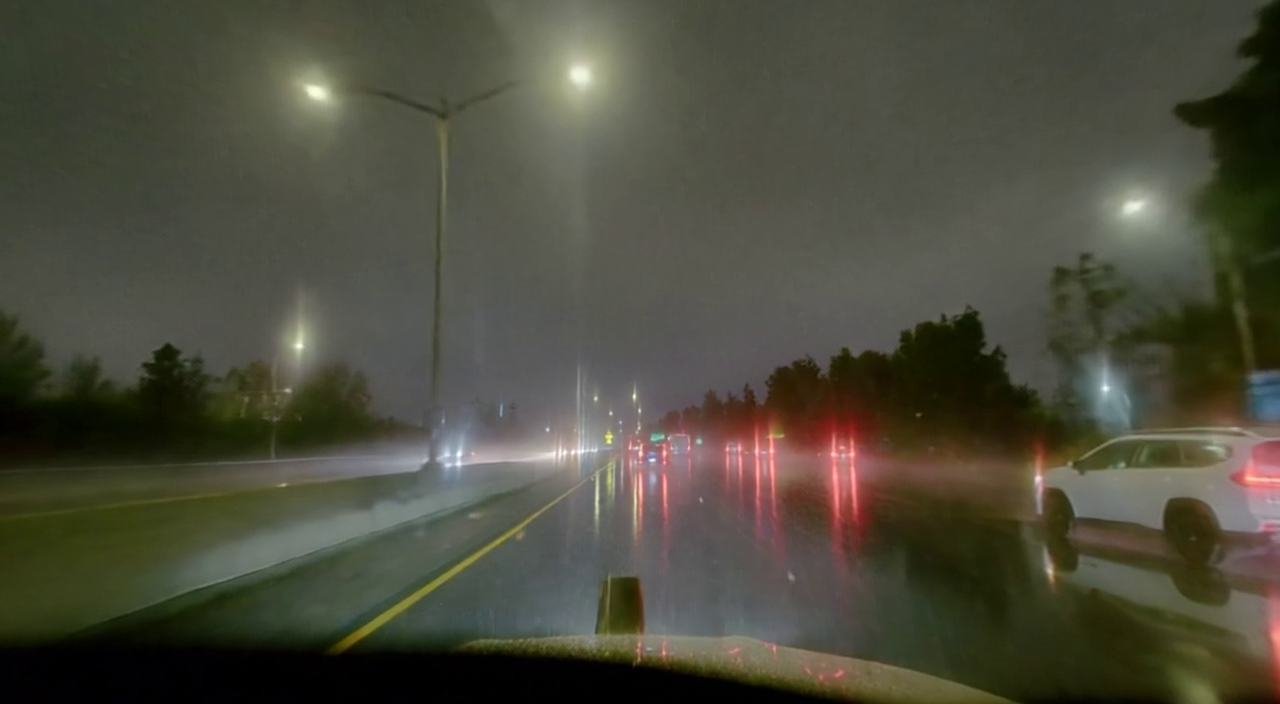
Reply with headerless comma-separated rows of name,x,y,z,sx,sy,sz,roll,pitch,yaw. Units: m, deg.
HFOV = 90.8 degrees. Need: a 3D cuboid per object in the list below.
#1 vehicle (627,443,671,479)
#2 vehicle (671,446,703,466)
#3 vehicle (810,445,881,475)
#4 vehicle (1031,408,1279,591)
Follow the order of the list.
vehicle,0.351,5.328,31.225,1.864,1.566,4.446,0,-8,-3
vehicle,3.495,7.837,47.583,1.993,1.427,4.204,0,-9,-1
vehicle,10.937,5.773,34.065,2.087,1.442,4.834,0,-9,-1
vehicle,6.941,1.572,7.181,2.027,1.679,4.543,0,-9,0
